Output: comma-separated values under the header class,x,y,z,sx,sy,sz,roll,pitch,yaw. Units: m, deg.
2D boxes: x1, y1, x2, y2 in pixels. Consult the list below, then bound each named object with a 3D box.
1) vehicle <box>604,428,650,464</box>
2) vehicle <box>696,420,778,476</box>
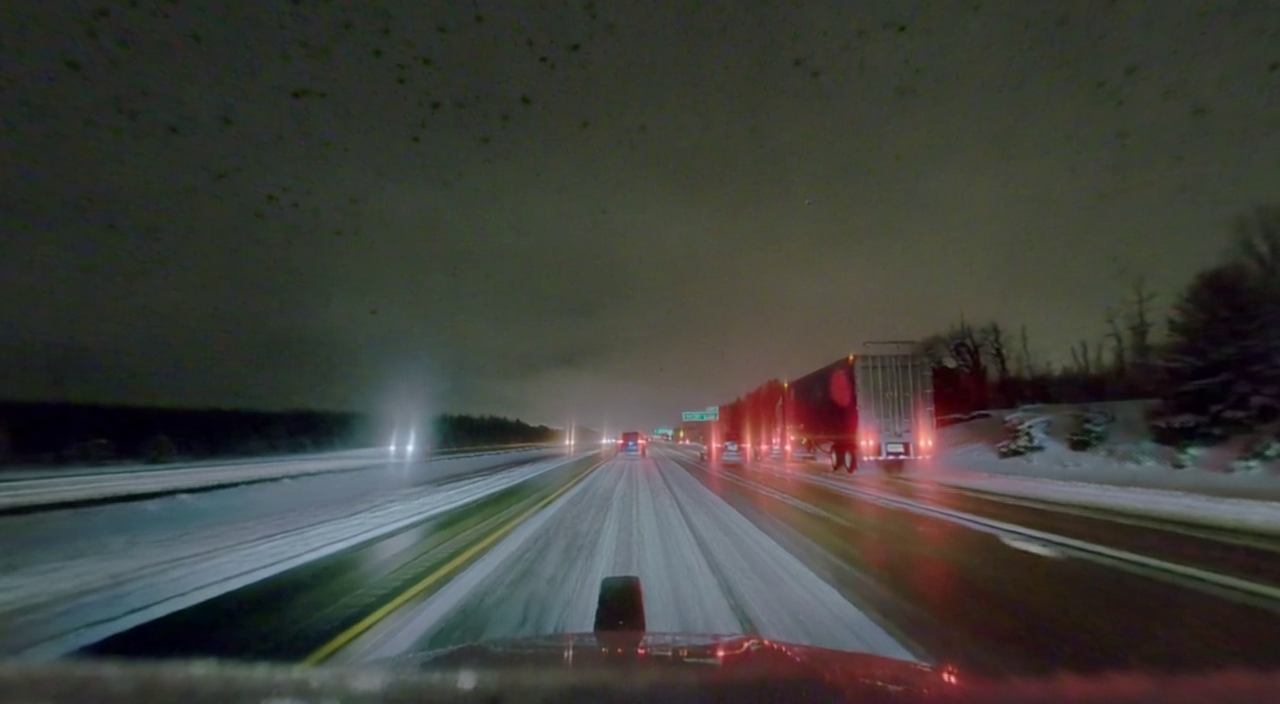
class,x,y,z,sx,sy,sz,roll,pitch,yaw
vehicle,-0.583,4.710,31.419,2.142,1.664,4.076,0,-9,1
vehicle,3.429,3.560,23.286,2.269,1.839,4.554,0,-9,-1
